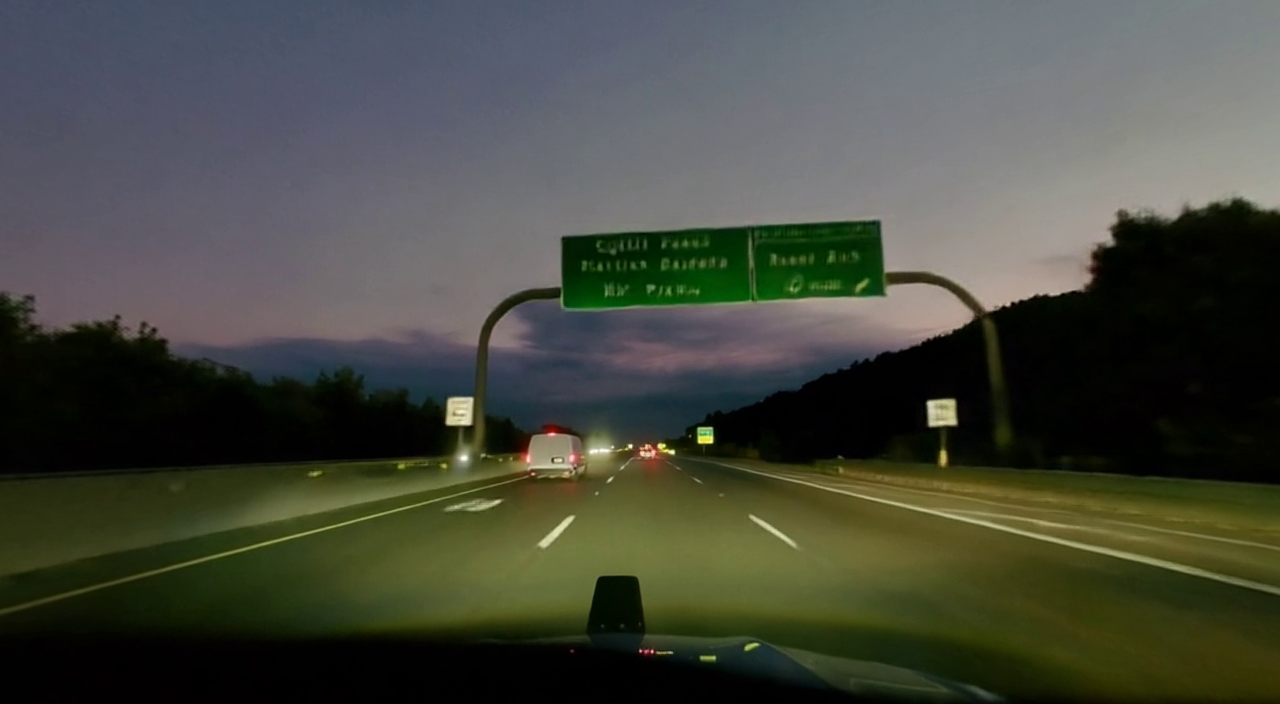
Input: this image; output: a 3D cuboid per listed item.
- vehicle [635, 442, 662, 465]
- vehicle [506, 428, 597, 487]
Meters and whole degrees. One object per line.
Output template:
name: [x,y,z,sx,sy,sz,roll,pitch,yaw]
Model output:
vehicle: [0.613,7.907,49.043,2.067,1.690,3.901,0,-9,-1]
vehicle: [-3.111,3.915,23.618,2.572,1.927,5.803,0,-9,0]
